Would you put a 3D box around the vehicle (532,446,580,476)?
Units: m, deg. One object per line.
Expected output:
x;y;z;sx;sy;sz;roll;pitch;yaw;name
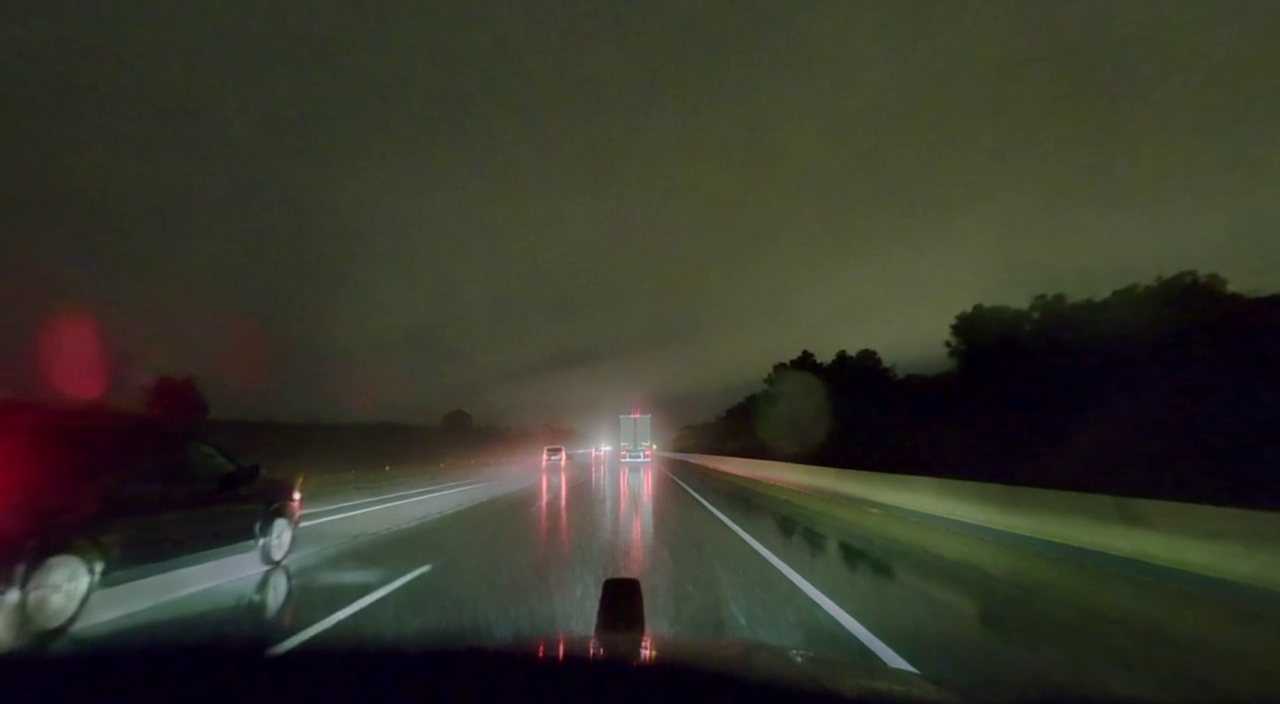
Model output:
-4.436;5.806;33.916;1.978;1.507;4.062;0;-9;0;vehicle

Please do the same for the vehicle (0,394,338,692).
-4.503;1.297;5.109;1.991;1.618;4.211;0;-9;0;vehicle
